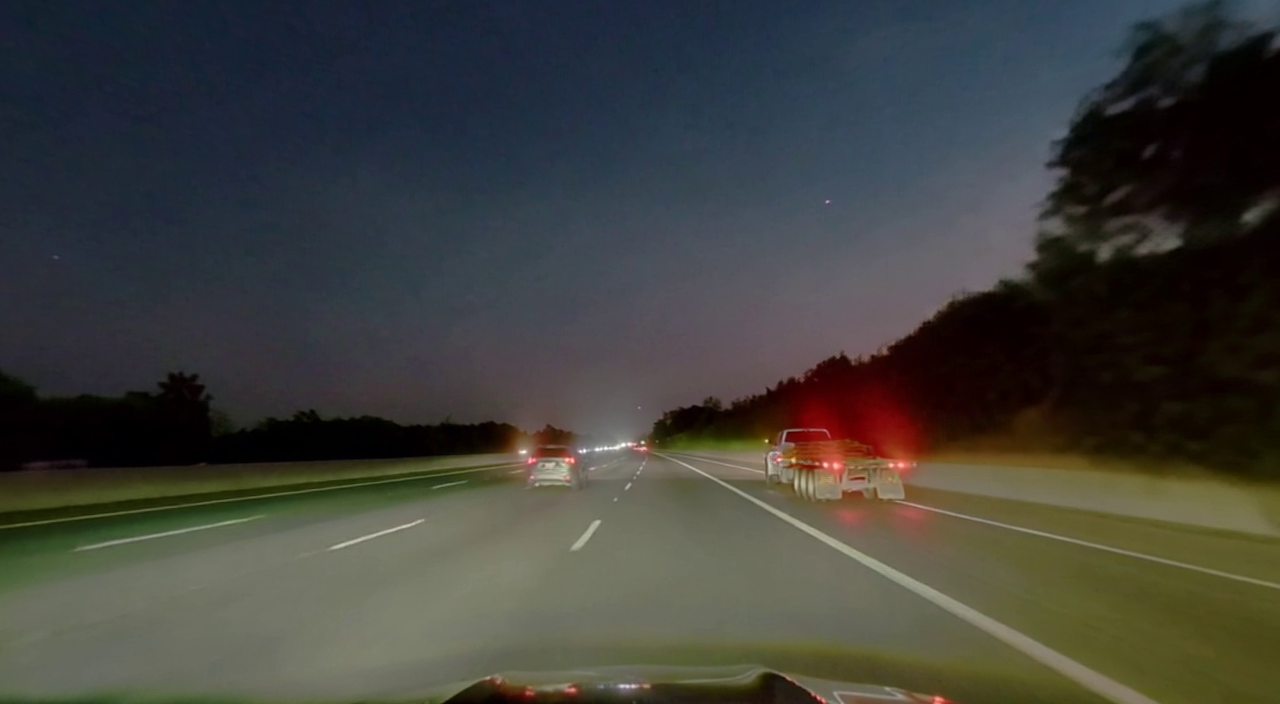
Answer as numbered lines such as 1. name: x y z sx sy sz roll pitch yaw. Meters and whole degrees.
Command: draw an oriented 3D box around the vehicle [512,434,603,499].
1. vehicle: -2.429 3.496 19.757 2.114 1.787 4.365 0 -8 2
